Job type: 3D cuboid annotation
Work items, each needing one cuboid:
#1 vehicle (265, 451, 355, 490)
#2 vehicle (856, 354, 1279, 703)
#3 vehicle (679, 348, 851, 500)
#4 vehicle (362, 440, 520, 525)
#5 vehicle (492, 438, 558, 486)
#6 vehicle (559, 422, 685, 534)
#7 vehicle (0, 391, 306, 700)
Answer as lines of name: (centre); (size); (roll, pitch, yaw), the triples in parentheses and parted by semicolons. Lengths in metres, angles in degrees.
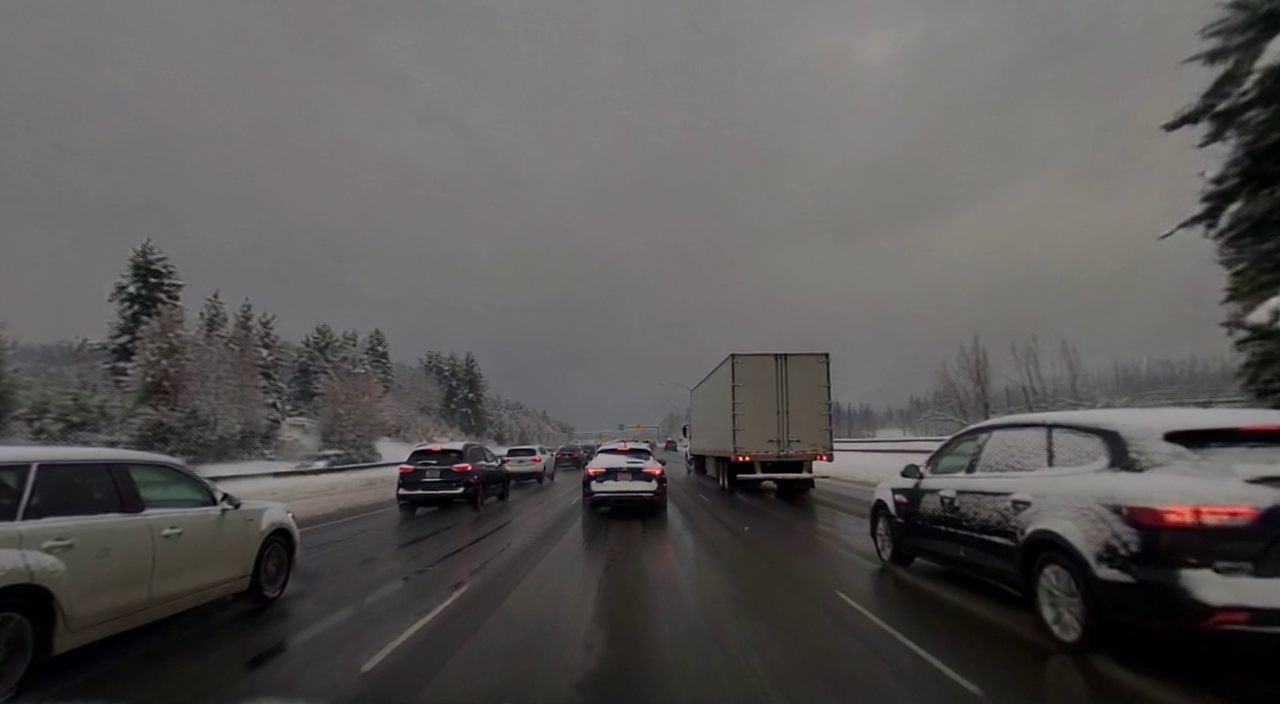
vehicle: (-16.388, 5.879, 31.607); (1.963, 1.754, 4.672); (0, -9, 0)
vehicle: (3.642, 1.236, 5.138); (2.076, 1.751, 4.666); (0, -9, 0)
vehicle: (3.848, 3.126, 24.861); (3.186, 4.111, 15.553); (0, -9, -2)
vehicle: (-3.987, 2.680, 13.523); (1.923, 1.503, 4.293); (0, -9, 1)
vehicle: (-4.697, 4.538, 26.242); (1.959, 1.808, 3.790); (0, -9, 1)
vehicle: (-0.305, 2.369, 12.386); (2.037, 1.792, 4.194); (0, -9, 0)
vehicle: (-4.286, 1.188, 4.364); (1.789, 1.620, 3.841); (0, -9, 0)
